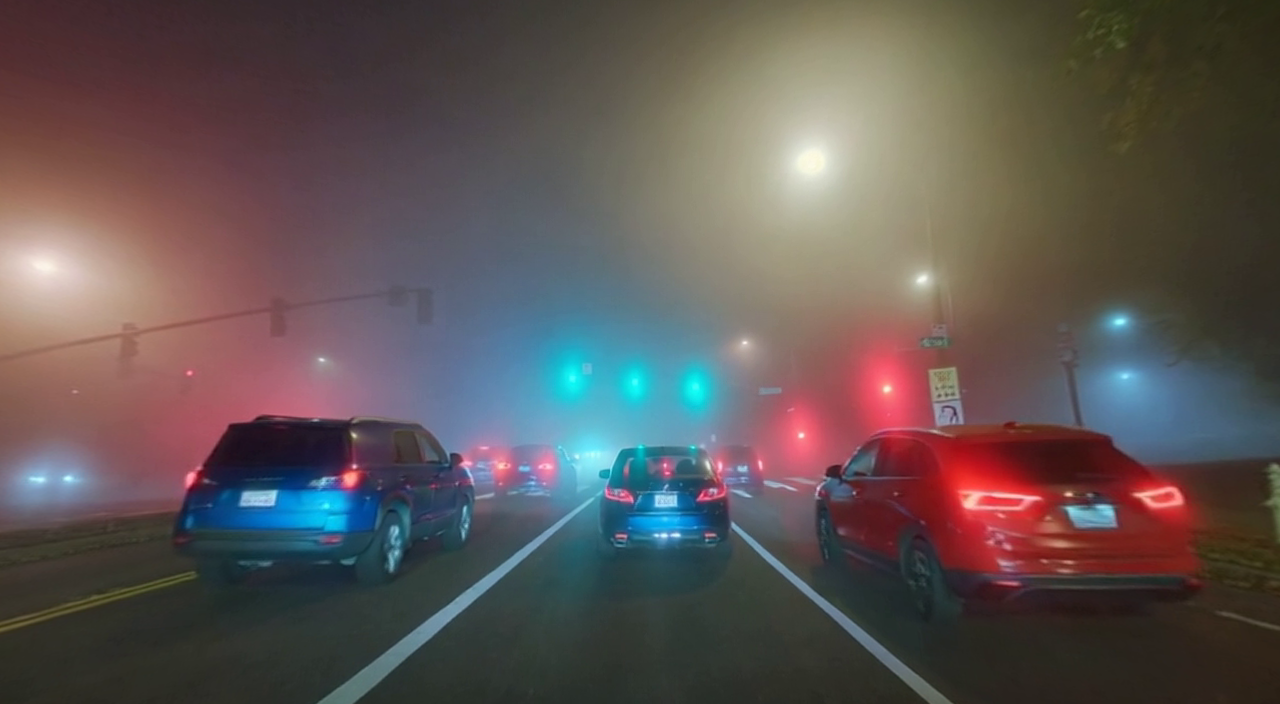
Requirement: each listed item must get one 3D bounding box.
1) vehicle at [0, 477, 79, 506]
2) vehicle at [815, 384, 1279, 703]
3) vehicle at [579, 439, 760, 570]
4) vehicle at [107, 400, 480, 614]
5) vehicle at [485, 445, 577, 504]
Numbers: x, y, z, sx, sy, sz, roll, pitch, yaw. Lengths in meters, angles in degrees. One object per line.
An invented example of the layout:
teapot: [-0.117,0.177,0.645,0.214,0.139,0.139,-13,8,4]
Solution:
vehicle: [-35.099,7.898,35.755,4.401,1.464,1.980,0,-8,2]
vehicle: [3.175,1.382,5.749,1.880,1.747,4.500,0,-8,1]
vehicle: [0.292,2.026,9.134,2.051,1.460,3.932,0,-8,-1]
vehicle: [-3.446,1.605,7.439,1.889,1.767,4.289,0,-8,1]
vehicle: [-3.029,3.493,18.374,1.868,1.516,4.114,0,-8,1]
